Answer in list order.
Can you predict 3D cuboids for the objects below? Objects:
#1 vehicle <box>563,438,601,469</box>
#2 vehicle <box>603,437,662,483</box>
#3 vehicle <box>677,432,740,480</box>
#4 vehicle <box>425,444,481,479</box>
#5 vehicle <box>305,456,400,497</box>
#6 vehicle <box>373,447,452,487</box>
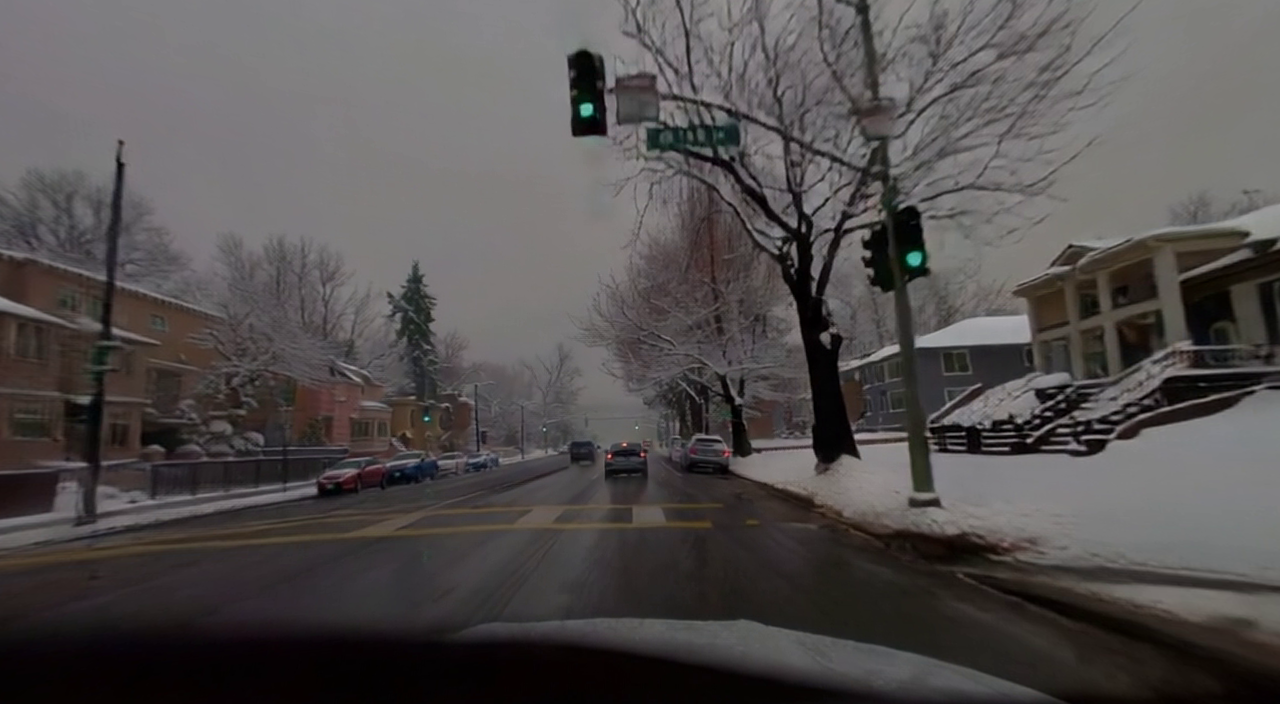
[{"bbox_3d":[-3.631,6.366,39.814,1.983,1.841,4.013,0,-8,0],"label":"vehicle"},{"bbox_3d":[-0.264,3.939,23.303,1.998,1.518,4.015,0,-8,-1],"label":"vehicle"},{"bbox_3d":[2.627,4.130,25.199,1.969,1.725,4.387,0,-8,-1],"label":"vehicle"},{"bbox_3d":[-12.370,7.259,42.025,2.210,2.148,4.849,0,-8,0],"label":"vehicle"},{"bbox_3d":[-12.092,5.254,26.831,1.913,1.475,4.372,0,-8,1],"label":"vehicle"},{"bbox_3d":[-12.233,6.181,34.332,2.109,1.941,6.025,0,-8,-1],"label":"vehicle"}]
